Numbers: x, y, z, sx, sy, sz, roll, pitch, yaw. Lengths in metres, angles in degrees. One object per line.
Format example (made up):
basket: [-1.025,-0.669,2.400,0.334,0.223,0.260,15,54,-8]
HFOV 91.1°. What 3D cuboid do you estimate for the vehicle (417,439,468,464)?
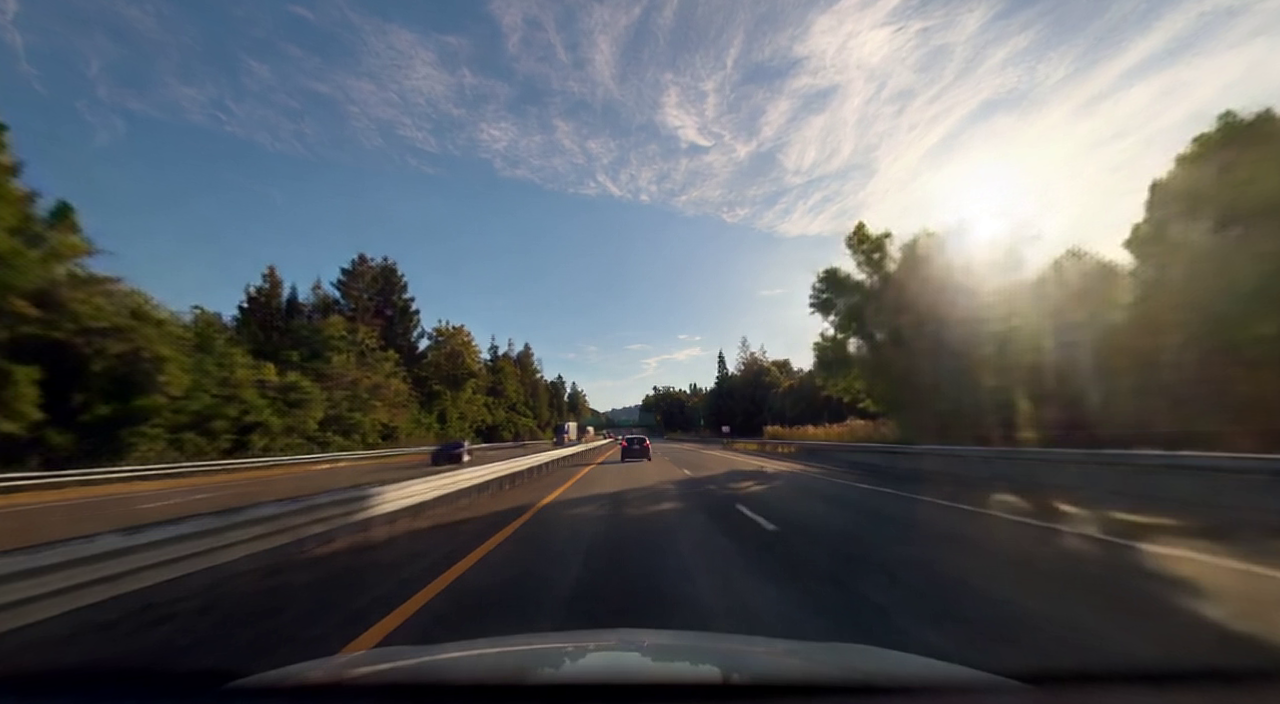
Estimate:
vehicle: [-12.964,6.536,41.605,1.878,1.499,4.539,0,-8,0]

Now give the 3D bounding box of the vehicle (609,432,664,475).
vehicle: [-0.137,3.756,23.630,1.897,1.479,3.724,0,-8,-1]
